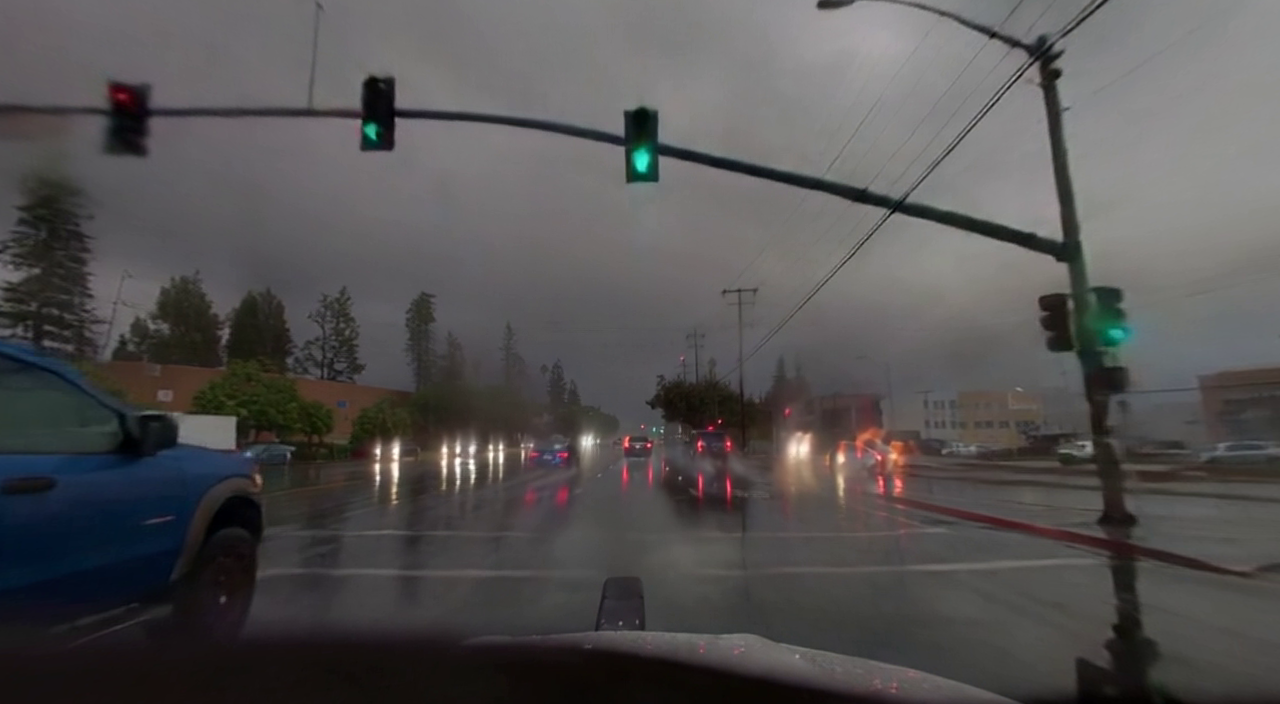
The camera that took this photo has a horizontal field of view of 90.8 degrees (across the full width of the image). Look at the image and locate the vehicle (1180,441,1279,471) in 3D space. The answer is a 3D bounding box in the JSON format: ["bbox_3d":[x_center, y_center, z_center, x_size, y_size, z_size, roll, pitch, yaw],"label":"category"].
[{"bbox_3d":[31.053,5.283,32.321,1.868,1.447,4.690,5,-10,-29],"label":"vehicle"}]

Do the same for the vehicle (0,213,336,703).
[{"bbox_3d":[-3.709,0.497,2.017,2.402,2.194,6.051,0,-8,0],"label":"vehicle"}]

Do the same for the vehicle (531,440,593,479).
[{"bbox_3d":[-3.174,4.455,26.552,1.939,1.494,4.499,0,-8,1],"label":"vehicle"}]

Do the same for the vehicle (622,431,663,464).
[{"bbox_3d":[0.156,6.585,43.704,2.643,2.145,5.585,0,-8,0],"label":"vehicle"}]

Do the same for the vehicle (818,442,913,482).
[{"bbox_3d":[9.805,4.802,27.911,2.010,1.633,4.246,2,-9,-11],"label":"vehicle"}]

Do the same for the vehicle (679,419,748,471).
[{"bbox_3d":[4.004,5.295,36.080,2.905,2.636,6.895,-1,-8,-2],"label":"vehicle"}]

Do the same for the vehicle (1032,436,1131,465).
[{"bbox_3d":[27.451,6.139,39.430,2.012,1.701,4.524,5,-10,-32],"label":"vehicle"}]
